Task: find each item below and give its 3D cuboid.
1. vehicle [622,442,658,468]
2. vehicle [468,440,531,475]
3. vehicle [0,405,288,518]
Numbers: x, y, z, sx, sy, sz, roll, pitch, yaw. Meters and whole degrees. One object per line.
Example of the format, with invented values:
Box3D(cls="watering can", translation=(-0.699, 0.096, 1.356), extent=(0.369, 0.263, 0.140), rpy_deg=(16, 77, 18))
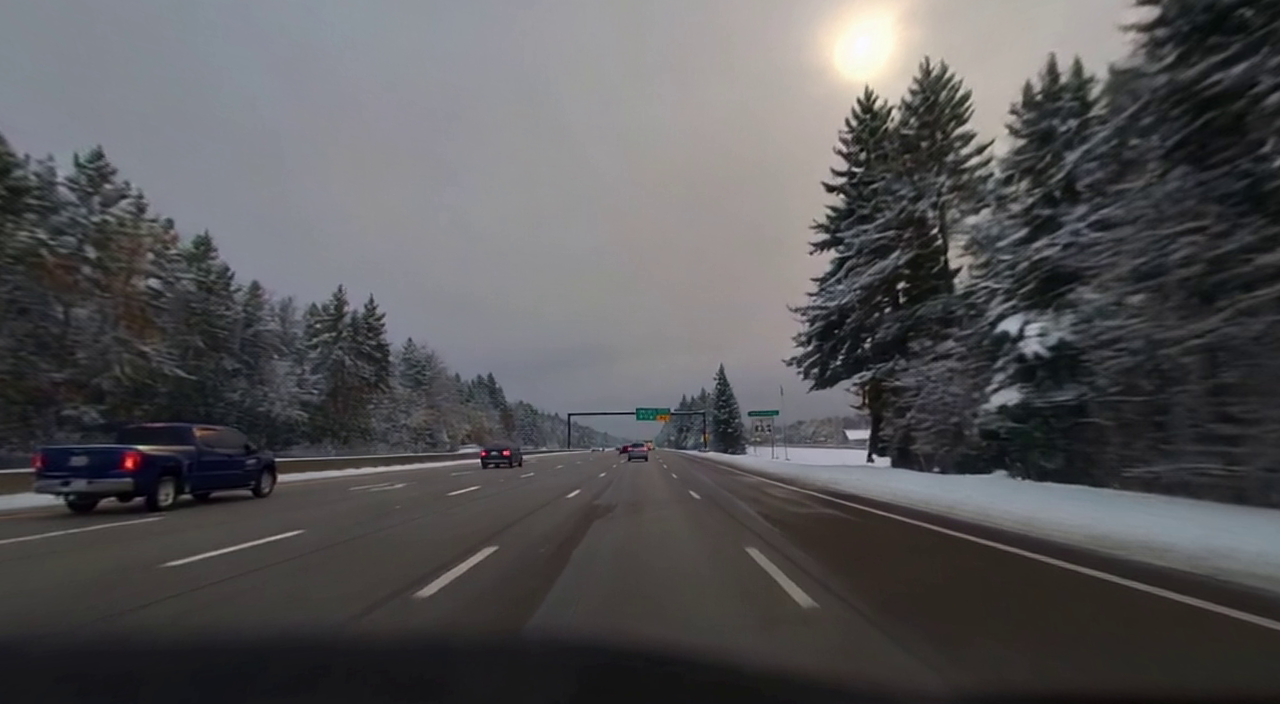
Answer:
Box3D(cls="vehicle", translation=(0.056, 6.102, 37.511), extent=(1.984, 1.471, 4.202), rpy_deg=(0, -8, 2))
Box3D(cls="vehicle", translation=(-6.542, 4.949, 29.840), extent=(1.919, 1.499, 4.234), rpy_deg=(0, -8, 1))
Box3D(cls="vehicle", translation=(-10.774, 2.349, 14.065), extent=(2.347, 1.984, 5.778), rpy_deg=(0, -8, 2))
